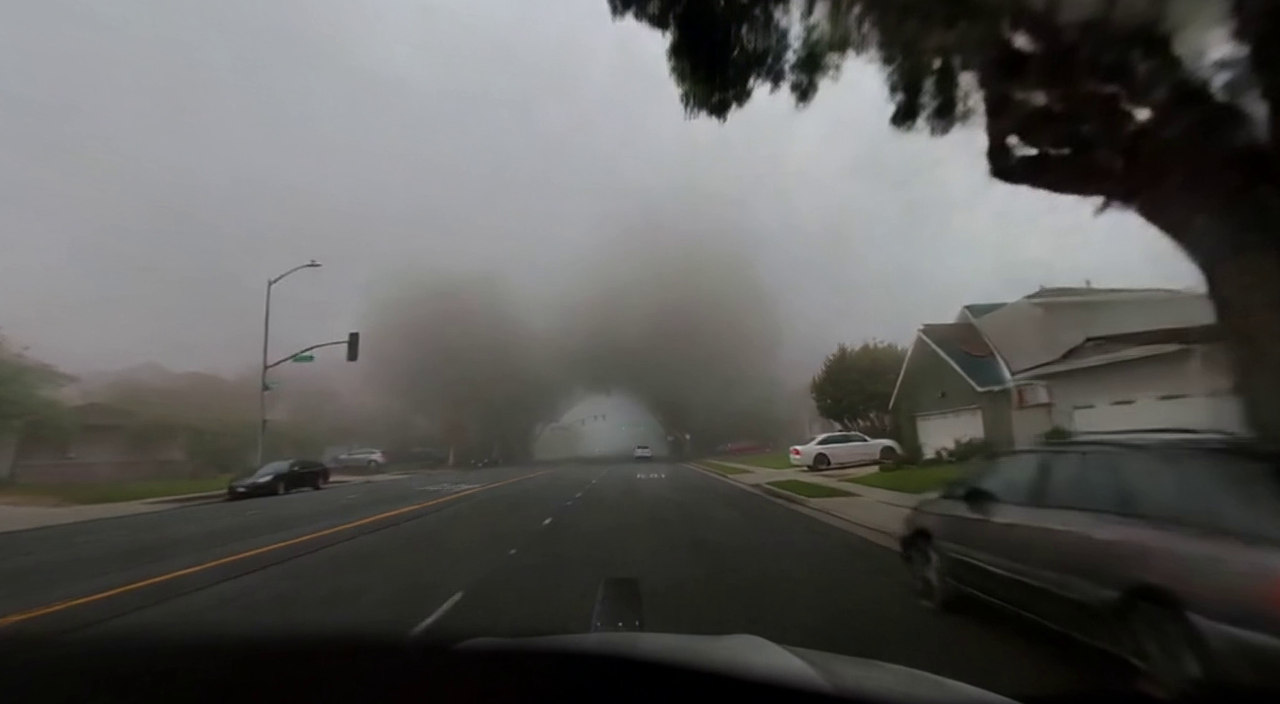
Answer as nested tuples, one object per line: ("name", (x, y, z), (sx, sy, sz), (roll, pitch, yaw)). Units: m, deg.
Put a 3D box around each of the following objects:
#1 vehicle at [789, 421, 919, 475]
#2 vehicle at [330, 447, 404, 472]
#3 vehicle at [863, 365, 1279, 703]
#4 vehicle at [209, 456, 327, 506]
("vehicle", (9.281, 4.199, 27.678), (4.790, 1.681, 2.029), (-7, -8, -5))
("vehicle", (-21.043, 8.327, 48.879), (4.756, 1.869, 2.042), (-1, -9, 5))
("vehicle", (3.424, 1.192, 4.338), (2.078, 1.679, 4.562), (0, -9, 0))
("vehicle", (-13.971, 4.822, 24.093), (1.876, 1.495, 4.647), (-4, -9, -2))
